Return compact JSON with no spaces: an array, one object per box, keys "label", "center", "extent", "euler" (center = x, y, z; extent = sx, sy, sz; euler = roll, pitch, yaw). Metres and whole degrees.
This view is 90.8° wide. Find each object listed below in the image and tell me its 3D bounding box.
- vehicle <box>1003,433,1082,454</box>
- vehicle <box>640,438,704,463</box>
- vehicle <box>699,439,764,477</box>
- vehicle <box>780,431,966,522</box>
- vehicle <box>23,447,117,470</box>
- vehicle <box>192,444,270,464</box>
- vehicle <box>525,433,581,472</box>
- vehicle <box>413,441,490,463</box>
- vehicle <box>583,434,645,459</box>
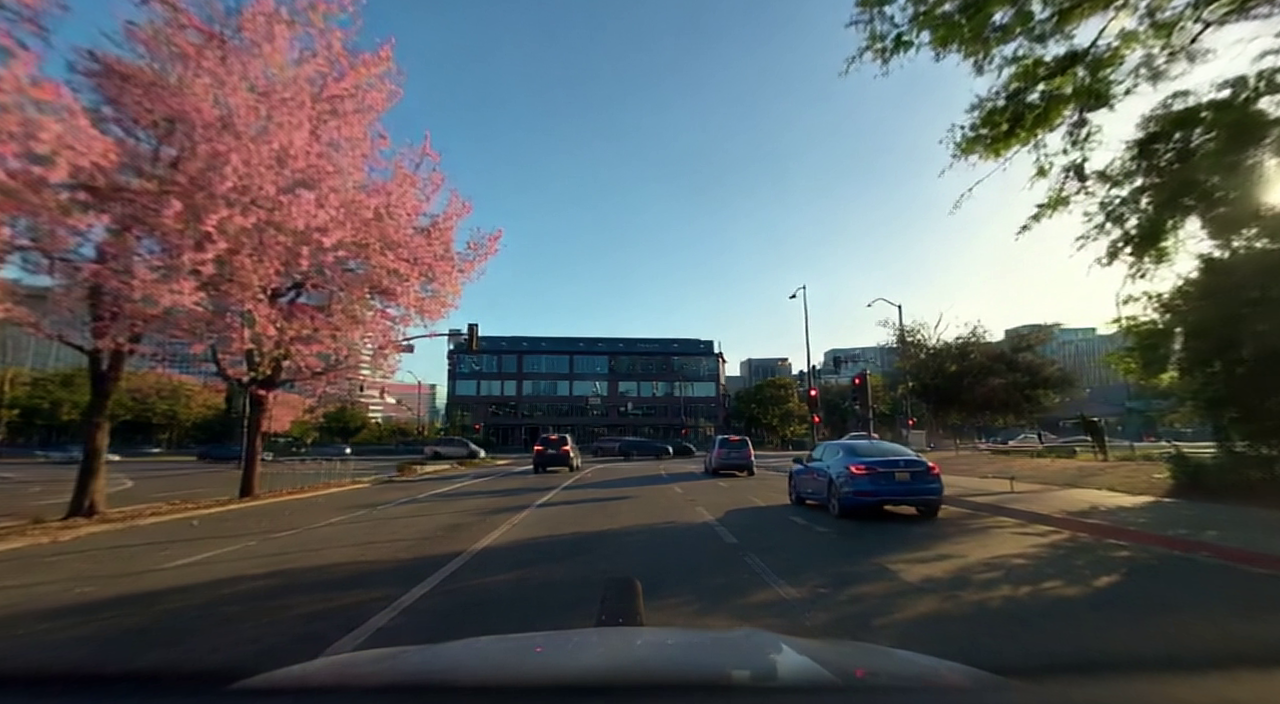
[{"label":"vehicle","center":[31.178,7.113,49.025],"extent":[4.845,1.540,1.937],"euler":[0,-8,-1]},{"label":"vehicle","center":[2.083,6.552,42.212],"extent":[4.089,1.588,1.808],"euler":[0,-8,-2]},{"label":"vehicle","center":[3.820,4.514,27.149],"extent":[2.007,1.466,4.291],"euler":[0,-8,-2]},{"label":"vehicle","center":[4.406,2.417,12.832],"extent":[2.019,1.518,4.285],"euler":[0,-8,-2]},{"label":"vehicle","center":[-39.425,7.360,43.772],"extent":[4.526,1.452,1.920],"euler":[0,-8,-2]},{"label":"vehicle","center":[-30.596,7.665,47.352],"extent":[4.549,1.439,1.794],"euler":[0,-8,-1]},{"label":"vehicle","center":[-3.963,4.683,29.601],"extent":[1.995,1.703,4.367],"euler":[0,-8,0]},{"label":"vehicle","center":[-13.205,7.013,44.444],"extent":[4.829,1.470,1.874],"euler":[0,-8,-1]},{"label":"vehicle","center":[-1.943,7.169,47.998],"extent":[4.567,1.810,1.880],"euler":[0,-8,-1]}]
